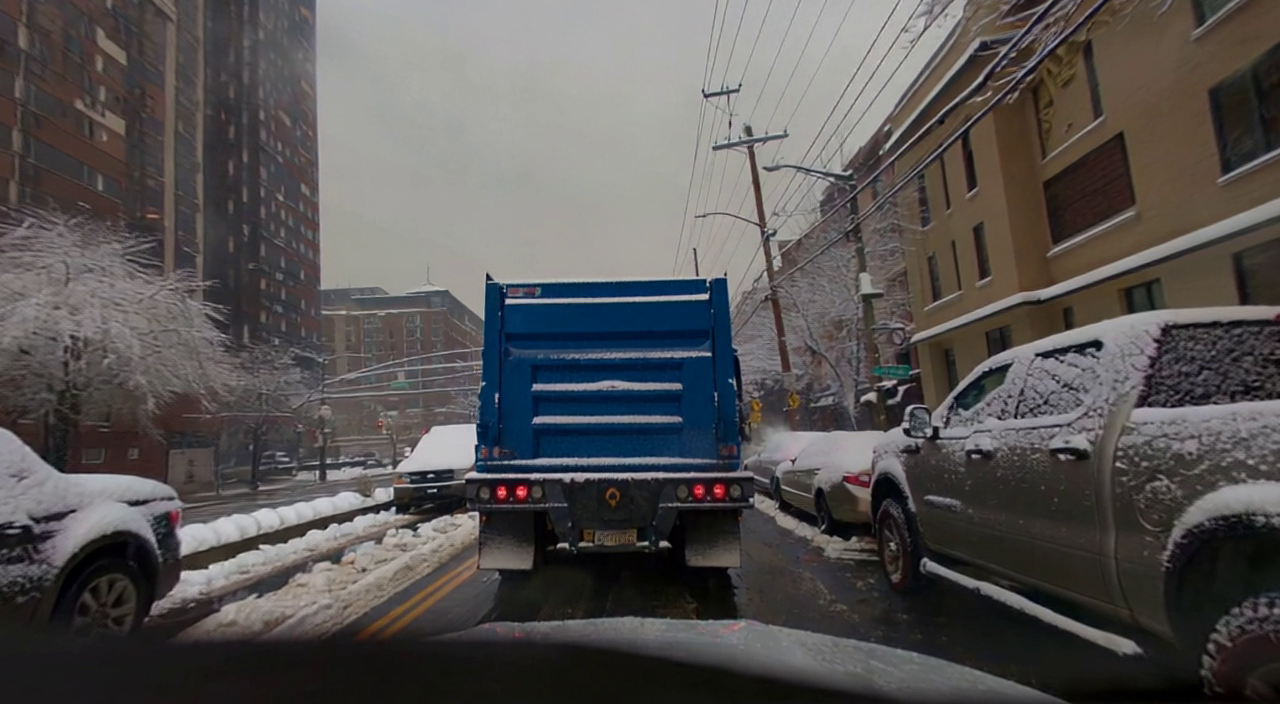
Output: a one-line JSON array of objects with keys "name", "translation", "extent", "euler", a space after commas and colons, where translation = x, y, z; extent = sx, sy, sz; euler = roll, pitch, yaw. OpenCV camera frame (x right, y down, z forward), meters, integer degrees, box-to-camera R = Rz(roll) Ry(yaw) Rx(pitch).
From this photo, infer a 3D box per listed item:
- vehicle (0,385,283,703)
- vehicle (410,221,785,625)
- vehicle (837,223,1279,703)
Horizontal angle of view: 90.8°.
[{"name": "vehicle", "translation": [-4.116, 1.014, 3.165], "extent": [1.988, 1.657, 4.492], "euler": [0, -8, 0]}, {"name": "vehicle", "translation": [-0.232, 1.104, 9.147], "extent": [2.878, 3.204, 8.244], "euler": [0, -8, 1]}, {"name": "vehicle", "translation": [3.233, 0.846, 3.882], "extent": [2.242, 1.979, 5.722], "euler": [0, -8, 1]}]
